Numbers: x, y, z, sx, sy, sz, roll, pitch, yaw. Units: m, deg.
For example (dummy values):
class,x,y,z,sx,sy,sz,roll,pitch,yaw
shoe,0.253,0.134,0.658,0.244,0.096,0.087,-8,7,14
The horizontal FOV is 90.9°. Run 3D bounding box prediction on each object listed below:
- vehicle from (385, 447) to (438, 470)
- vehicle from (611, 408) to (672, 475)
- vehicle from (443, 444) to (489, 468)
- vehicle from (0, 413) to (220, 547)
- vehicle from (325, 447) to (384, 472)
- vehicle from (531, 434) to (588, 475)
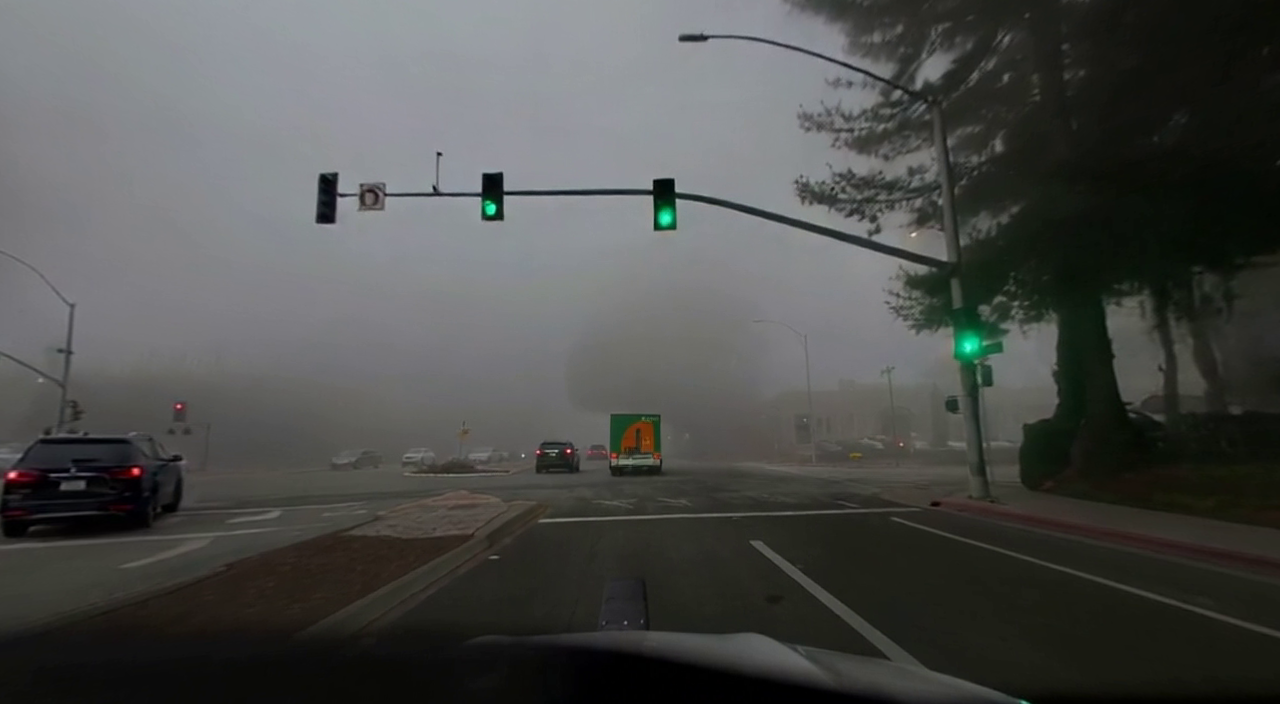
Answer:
class,x,y,z,sx,sy,sz,roll,pitch,yaw
vehicle,-16.373,7.634,45.405,2.022,1.442,4.853,-4,-8,1
vehicle,-0.084,4.919,34.797,2.843,3.120,10.422,0,-8,-2
vehicle,-13.046,7.798,47.512,1.960,1.627,4.784,0,-8,1
vehicle,-9.055,2.035,10.742,2.021,1.798,4.346,3,-8,-19
vehicle,-22.197,8.323,49.268,2.017,1.785,5.092,-1,-8,3
vehicle,-3.856,5.000,31.114,2.184,1.830,4.890,0,-8,0
